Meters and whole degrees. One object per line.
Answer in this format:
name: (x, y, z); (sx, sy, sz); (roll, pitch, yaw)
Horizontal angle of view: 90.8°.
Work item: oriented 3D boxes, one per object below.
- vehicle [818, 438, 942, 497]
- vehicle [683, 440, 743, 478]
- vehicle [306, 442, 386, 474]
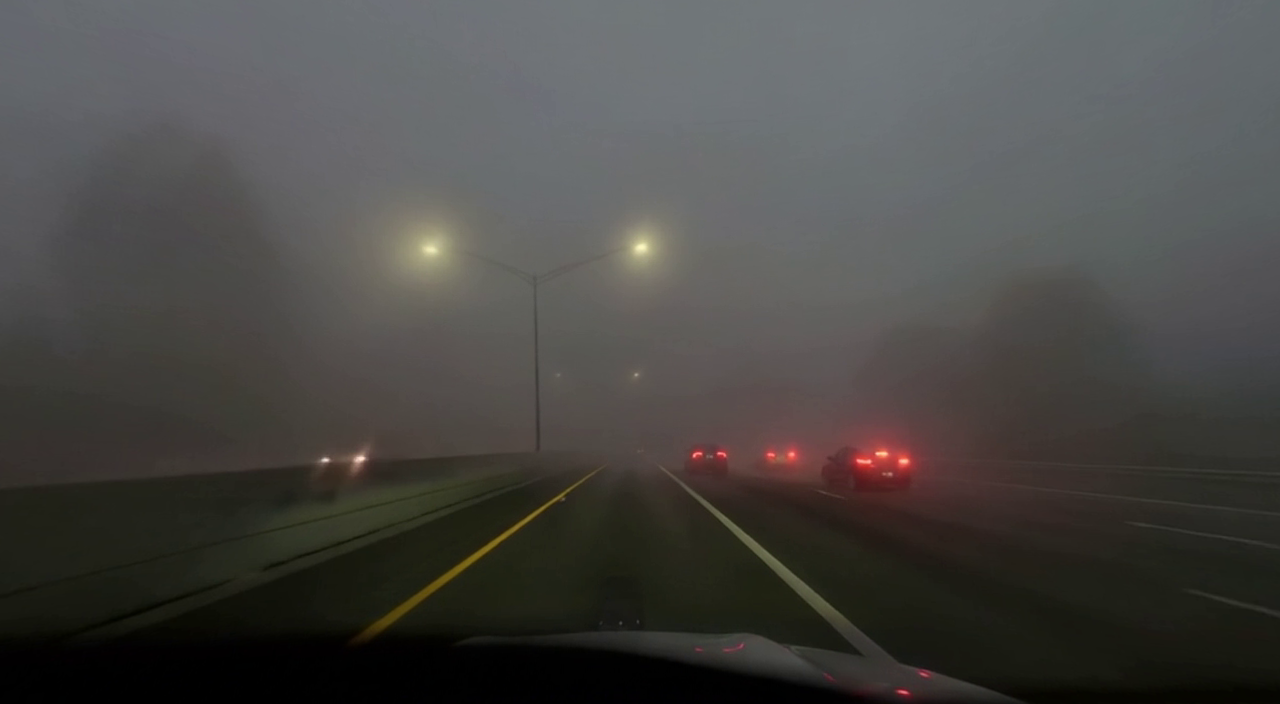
vehicle: (6.855, 3.329, 18.589); (2.038, 1.528, 3.910); (0, -9, -1)
vehicle: (3.207, 4.787, 28.586); (2.056, 1.553, 4.320); (0, -9, -2)
vehicle: (-14.405, 5.202, 31.284); (1.796, 1.429, 4.540); (0, -8, 0)
